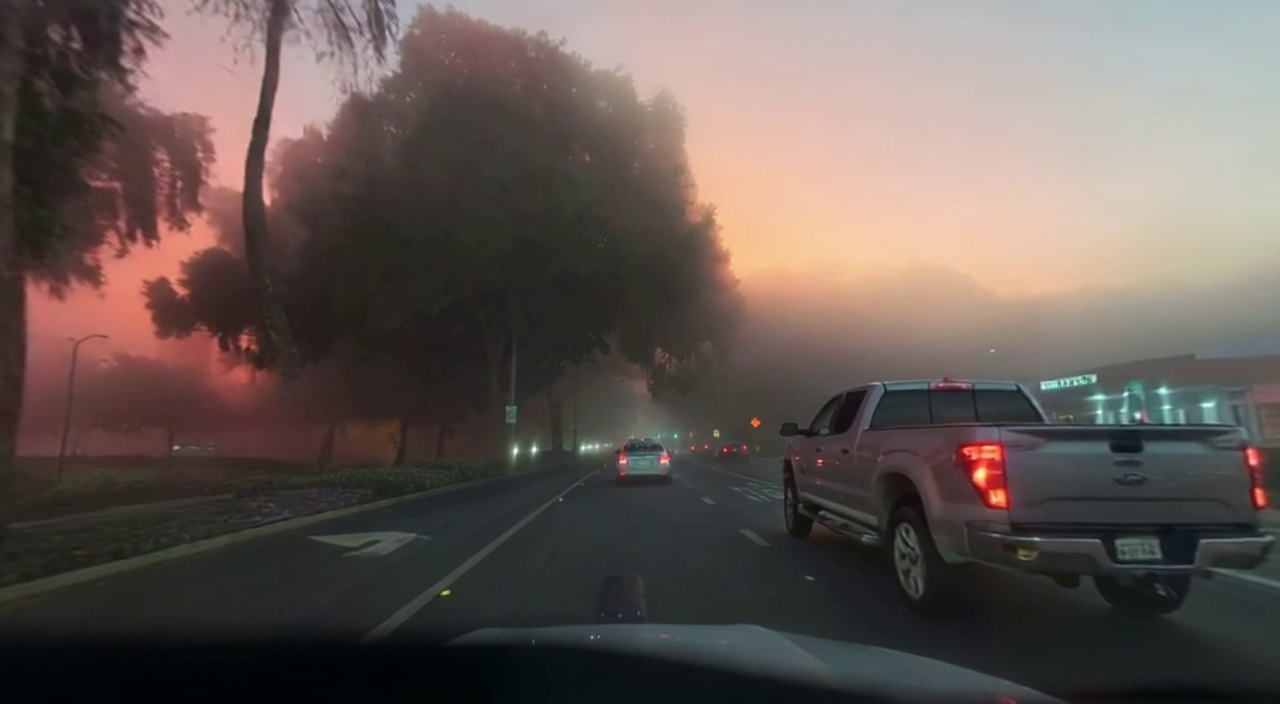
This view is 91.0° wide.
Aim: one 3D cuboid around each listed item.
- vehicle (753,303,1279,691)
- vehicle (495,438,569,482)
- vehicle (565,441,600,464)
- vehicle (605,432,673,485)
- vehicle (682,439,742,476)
[{"bbox_3d":[3.158,1.207,6.501,2.731,2.101,6.047,0,-8,-1],"label":"vehicle"},{"bbox_3d":[-3.922,3.977,23.496,1.960,1.475,4.161,0,-8,1],"label":"vehicle"},{"bbox_3d":[-3.942,6.955,43.714,1.959,1.482,4.701,0,-9,0],"label":"vehicle"},{"bbox_3d":[-0.067,3.648,21.889,2.145,1.650,4.021,0,-8,-1],"label":"vehicle"},{"bbox_3d":[3.021,4.507,27.169,1.970,1.464,4.249,0,-8,-2],"label":"vehicle"}]
